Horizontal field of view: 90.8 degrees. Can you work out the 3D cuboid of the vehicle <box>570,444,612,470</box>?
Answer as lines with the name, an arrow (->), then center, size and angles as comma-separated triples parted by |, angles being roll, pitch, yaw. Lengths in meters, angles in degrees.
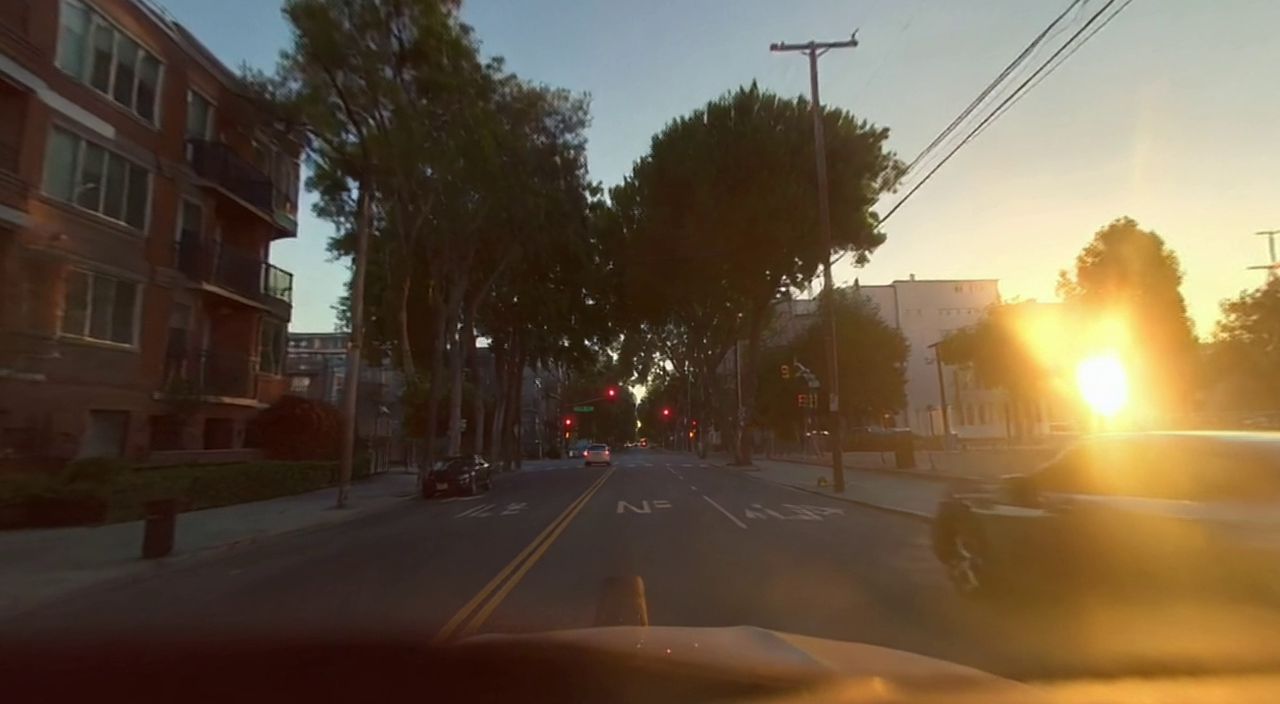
vehicle -> -2.753, 6.044, 36.641 | 2.029, 1.438, 4.313 | 0, -8, 1

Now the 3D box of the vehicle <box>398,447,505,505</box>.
vehicle -> -5.783, 3.811, 19.972 | 1.947, 1.473, 4.397 | -4, -8, 1

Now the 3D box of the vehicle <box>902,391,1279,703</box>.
vehicle -> 4.015, 1.231, 4.403 | 2.082, 1.662, 4.753 | 0, -8, -4
